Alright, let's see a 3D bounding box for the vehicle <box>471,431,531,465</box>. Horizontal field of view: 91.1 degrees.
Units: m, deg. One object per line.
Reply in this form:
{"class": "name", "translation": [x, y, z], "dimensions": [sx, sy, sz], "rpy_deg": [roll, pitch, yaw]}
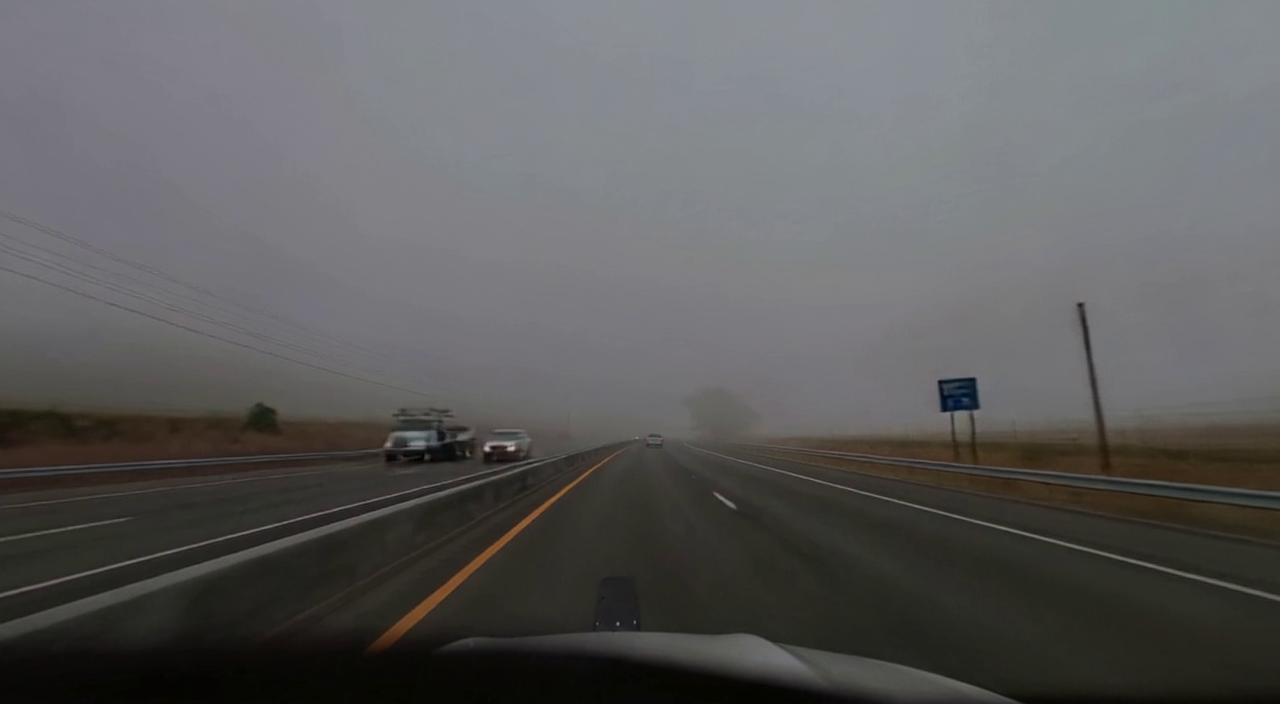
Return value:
{"class": "vehicle", "translation": [-7.034, 4.886, 32.272], "dimensions": [2.015, 1.597, 4.252], "rpy_deg": [0, -8, 1]}

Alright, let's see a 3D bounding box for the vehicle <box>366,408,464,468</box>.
{"class": "vehicle", "translation": [-10.838, 4.210, 30.910], "dimensions": [2.464, 2.612, 5.995], "rpy_deg": [0, -8, 1]}
